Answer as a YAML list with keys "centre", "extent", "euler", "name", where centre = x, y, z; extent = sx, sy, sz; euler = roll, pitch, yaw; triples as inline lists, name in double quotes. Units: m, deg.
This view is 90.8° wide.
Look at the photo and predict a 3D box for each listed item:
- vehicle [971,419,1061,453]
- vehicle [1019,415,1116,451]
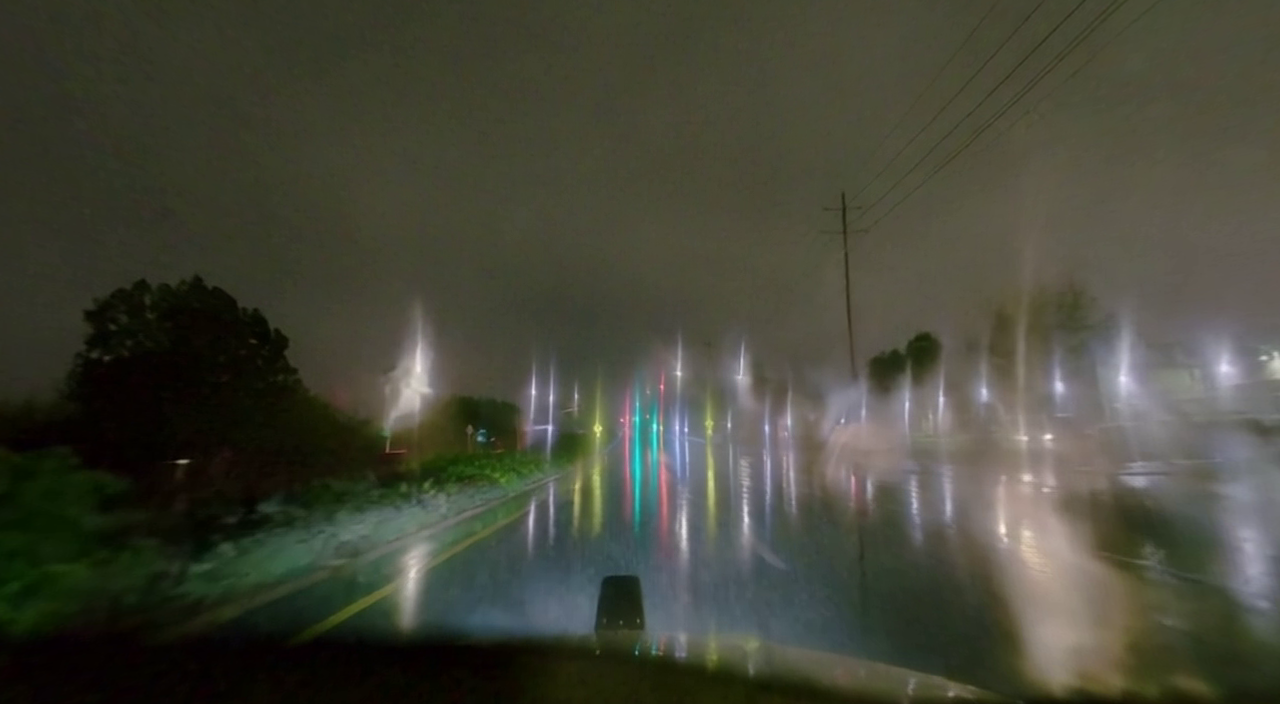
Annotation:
- centre: [23.114, 5.262, 39.136]
  extent: [2.206, 1.947, 5.463]
  euler: [0, -8, 0]
  name: "vehicle"
- centre: [26.237, 5.072, 39.054]
  extent: [2.212, 2.073, 5.220]
  euler: [0, -8, -1]
  name: "vehicle"
